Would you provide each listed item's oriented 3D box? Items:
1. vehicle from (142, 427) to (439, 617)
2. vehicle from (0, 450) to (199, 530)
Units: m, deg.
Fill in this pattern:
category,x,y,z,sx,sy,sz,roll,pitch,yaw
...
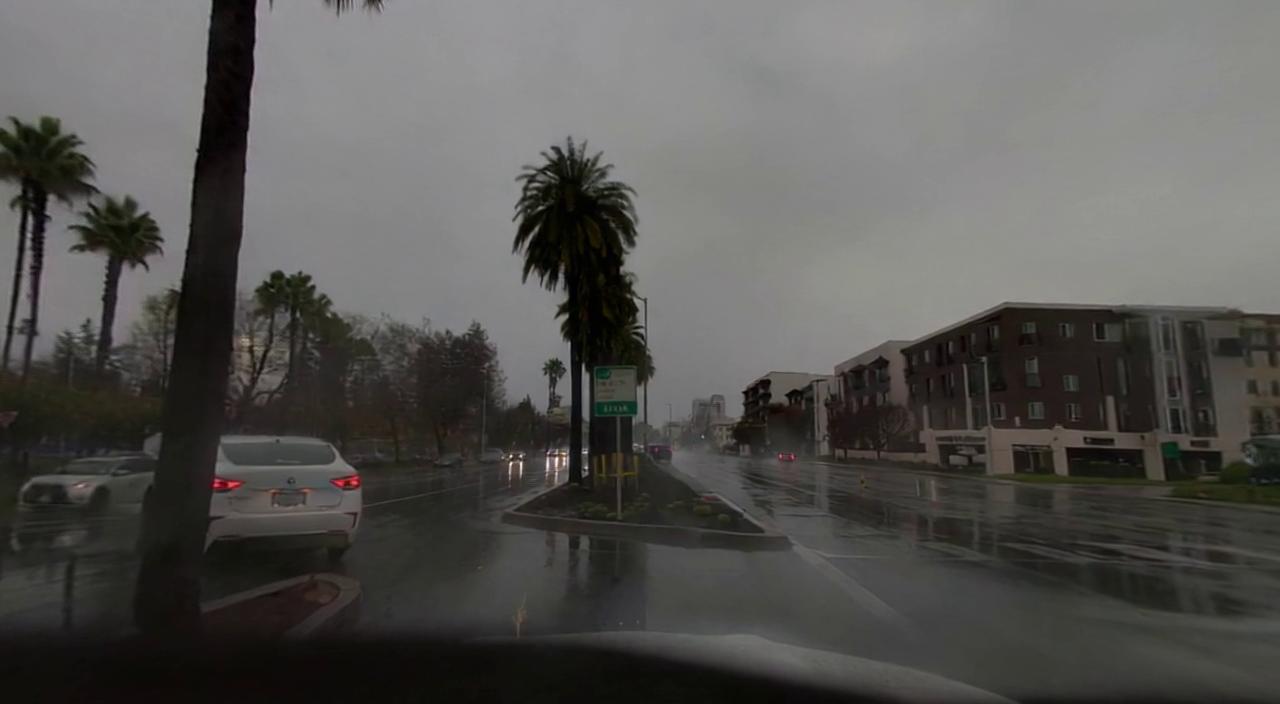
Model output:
category,x,y,z,sx,sy,sz,roll,pitch,yaw
vehicle,-4.255,1.683,7.320,1.986,1.473,4.382,7,-11,-41
vehicle,-12.593,2.971,14.233,2.099,1.464,4.615,0,-9,-2
